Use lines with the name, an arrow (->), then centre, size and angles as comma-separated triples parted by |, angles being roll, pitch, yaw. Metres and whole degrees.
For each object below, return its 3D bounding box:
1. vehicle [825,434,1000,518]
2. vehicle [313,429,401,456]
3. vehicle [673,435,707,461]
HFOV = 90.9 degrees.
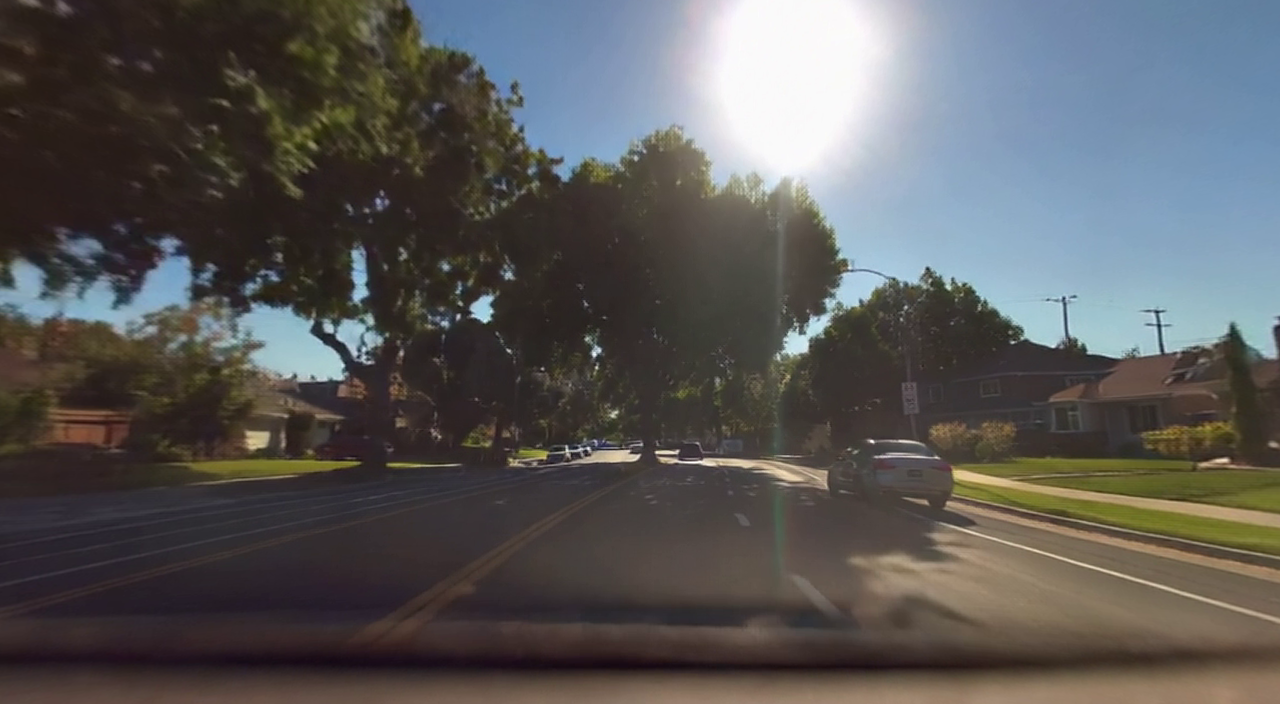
vehicle -> 5.608, 2.584, 13.686 | 1.934, 1.506, 4.282 | 0, -8, 1
vehicle -> -16.849, 5.417, 37.632 | 4.377, 1.570, 1.871 | -1, -8, 4
vehicle -> 3.380, 6.588, 43.135 | 2.106, 1.667, 4.367 | 0, -8, 2
